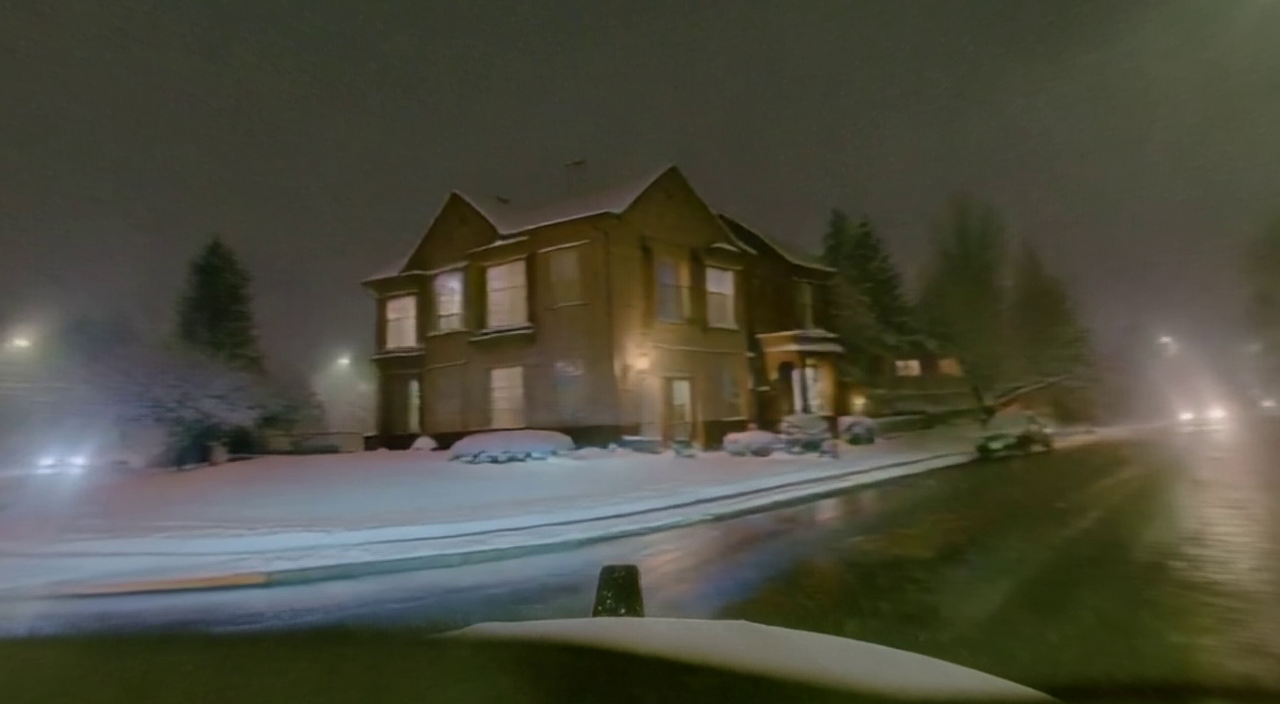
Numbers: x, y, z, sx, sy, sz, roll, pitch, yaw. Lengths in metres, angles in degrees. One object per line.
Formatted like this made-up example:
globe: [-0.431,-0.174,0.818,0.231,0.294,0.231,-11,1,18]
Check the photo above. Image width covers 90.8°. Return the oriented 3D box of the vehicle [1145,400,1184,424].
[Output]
vehicle: [41.530,4.787,49.988,4.066,1.655,1.805,7,-11,-44]

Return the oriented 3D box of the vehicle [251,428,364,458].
vehicle: [-17.434,4.770,33.273,4.799,1.469,2.010,7,-11,-44]

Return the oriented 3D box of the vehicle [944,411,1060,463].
vehicle: [11.774,2.742,20.439,4.292,1.490,1.954,7,-11,-42]
